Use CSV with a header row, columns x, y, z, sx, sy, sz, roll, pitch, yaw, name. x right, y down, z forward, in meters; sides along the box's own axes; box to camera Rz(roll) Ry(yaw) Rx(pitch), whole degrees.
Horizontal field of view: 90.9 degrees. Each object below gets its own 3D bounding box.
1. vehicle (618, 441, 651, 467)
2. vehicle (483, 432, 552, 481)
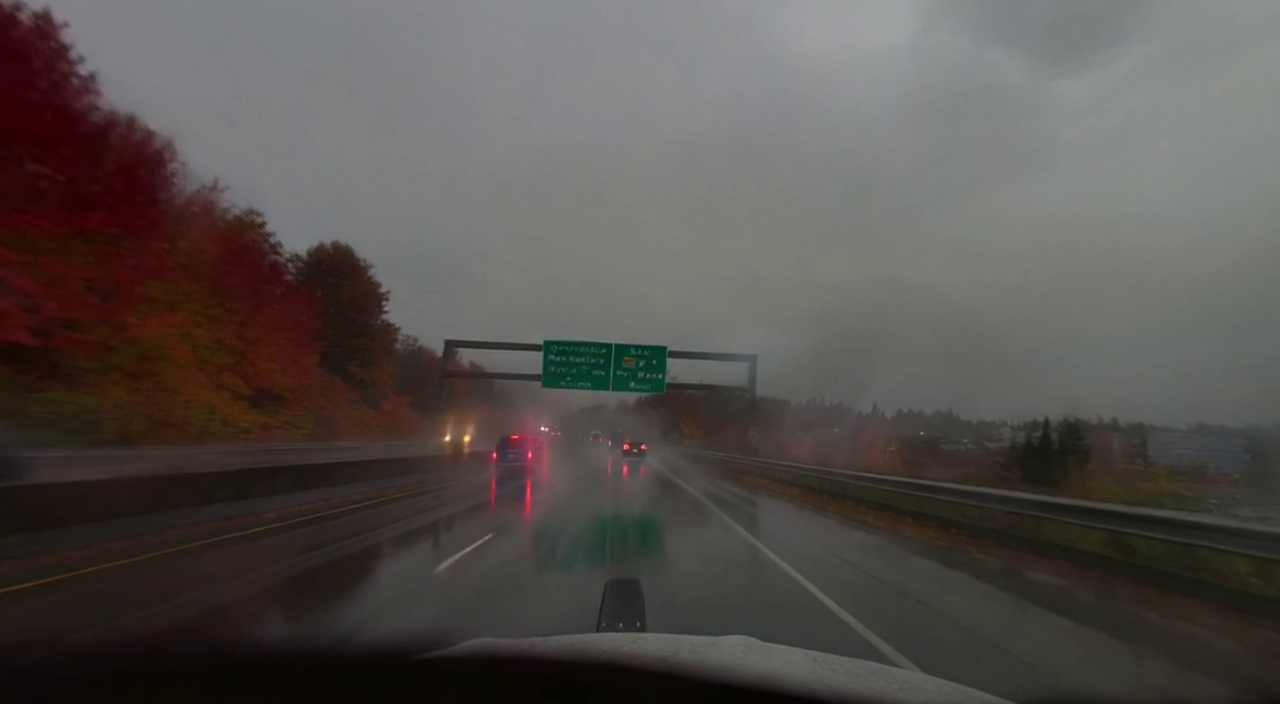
x,y,z,sx,sy,sz,roll,pitch,yaw,name
-0.394,6.255,38.862,1.939,1.497,3.863,0,-8,-1,vehicle
-4.710,4.064,24.752,1.924,1.720,4.195,0,-8,-1,vehicle
